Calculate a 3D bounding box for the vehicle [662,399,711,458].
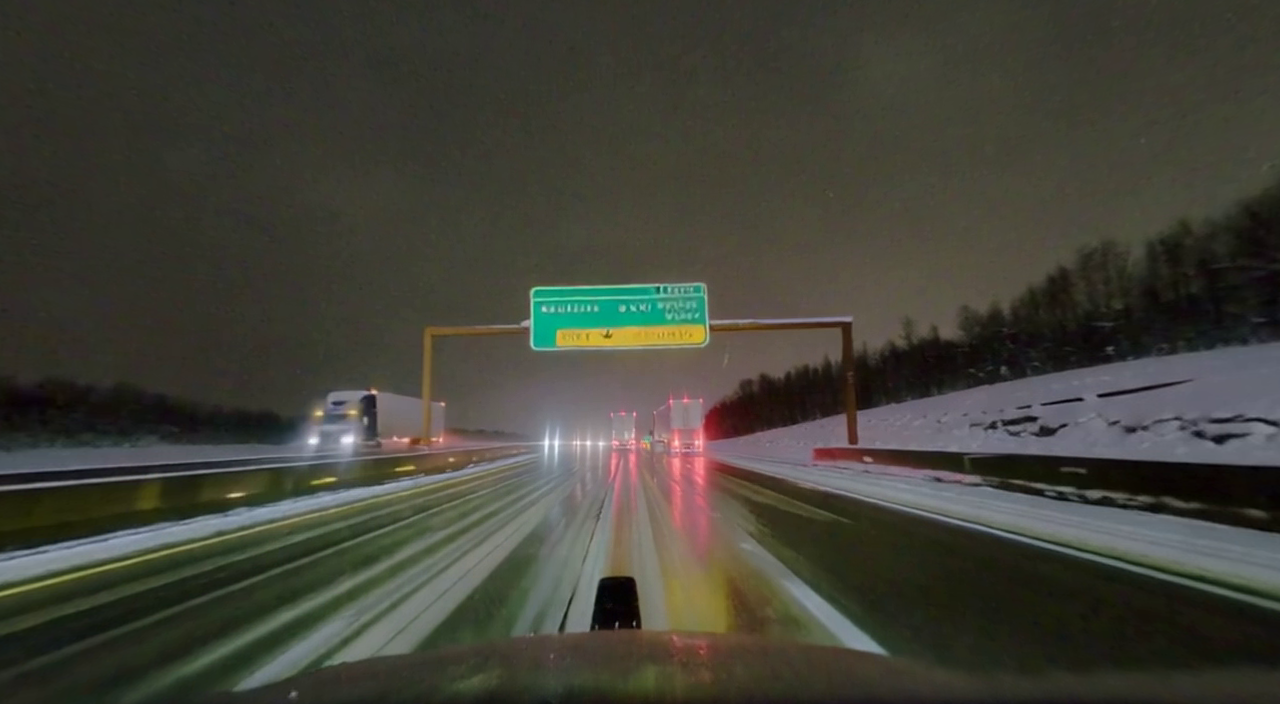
[{"bbox_3d":[3.300,5.786,47.224,2.873,3.998,8.286,0,-8,-1],"label":"vehicle"}]
